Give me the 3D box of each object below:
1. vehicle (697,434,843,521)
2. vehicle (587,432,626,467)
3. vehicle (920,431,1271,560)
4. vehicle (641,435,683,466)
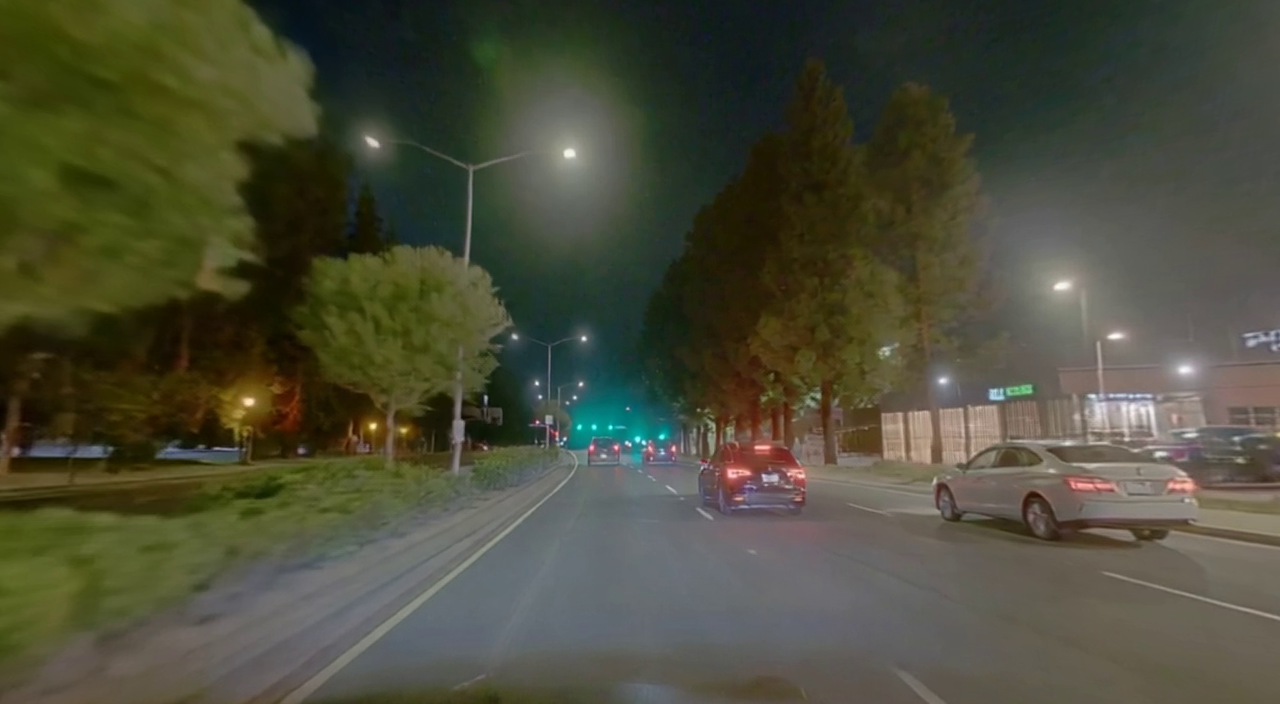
[{"bbox_3d":[2.411,2.443,12.872,1.883,1.452,4.258,1,-8,-3],"label":"vehicle"},{"bbox_3d":[-1.897,5.441,35.202,2.051,1.798,4.168,1,-8,-4],"label":"vehicle"},{"bbox_3d":[6.228,1.966,9.433,1.917,1.457,4.274,1,-8,-3],"label":"vehicle"},{"bbox_3d":[1.249,5.867,37.715,2.000,1.745,4.206,1,-8,-5],"label":"vehicle"}]
